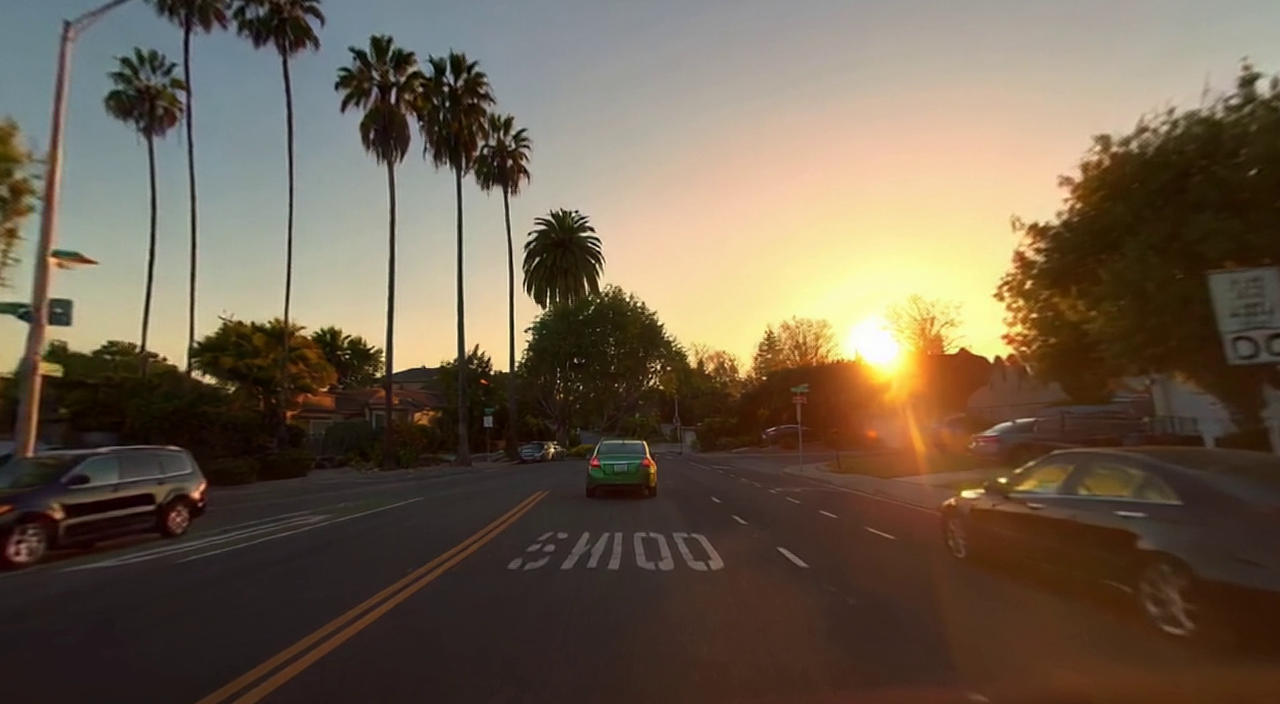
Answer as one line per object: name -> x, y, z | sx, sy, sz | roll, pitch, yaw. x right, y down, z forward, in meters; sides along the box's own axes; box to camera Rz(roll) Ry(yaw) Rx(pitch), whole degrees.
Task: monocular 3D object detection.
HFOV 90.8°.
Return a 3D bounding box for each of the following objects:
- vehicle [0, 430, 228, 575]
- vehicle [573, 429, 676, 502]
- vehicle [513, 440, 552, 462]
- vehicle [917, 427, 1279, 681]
vehicle -> -8.636, 2.123, 9.725 | 1.945, 1.666, 4.107 | -3, -6, -1
vehicle -> -0.369, 2.630, 15.008 | 2.098, 1.483, 4.099 | 0, -9, -2
vehicle -> -8.287, 7.670, 49.091 | 2.069, 1.441, 4.368 | -3, -6, 1
vehicle -> 4.809, 1.532, 5.923 | 2.013, 1.501, 5.235 | 0, -9, -1
